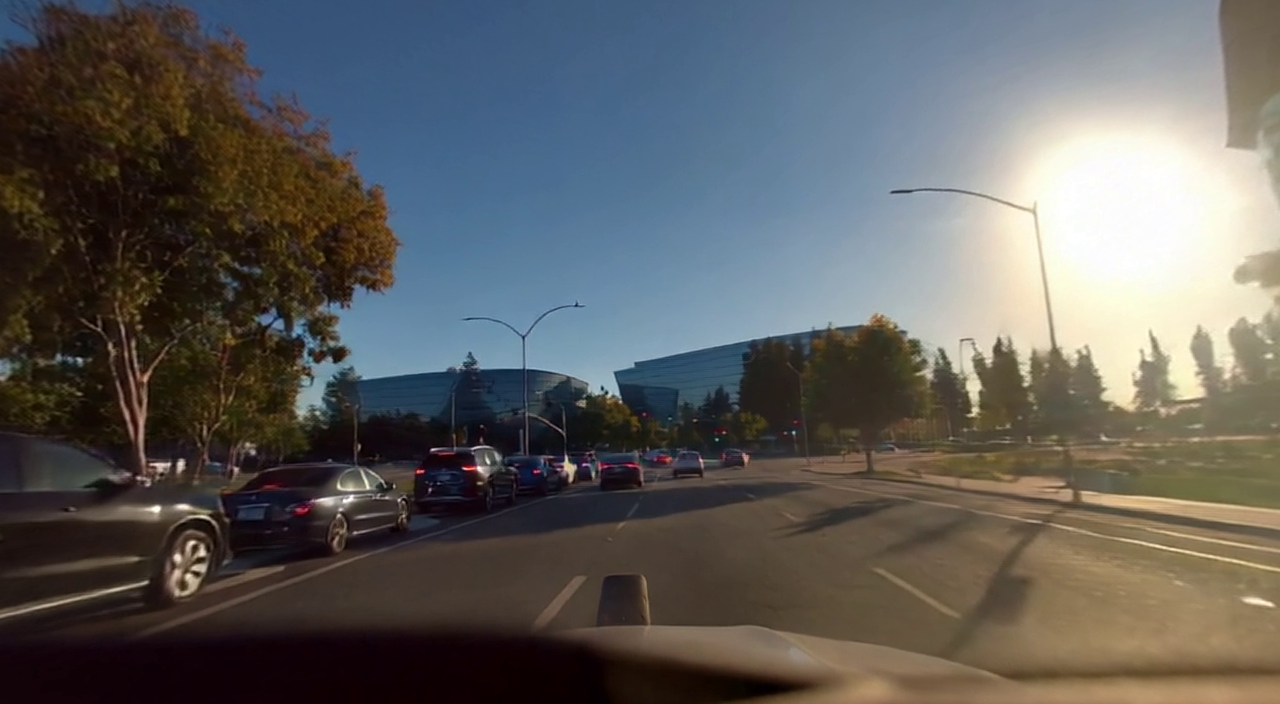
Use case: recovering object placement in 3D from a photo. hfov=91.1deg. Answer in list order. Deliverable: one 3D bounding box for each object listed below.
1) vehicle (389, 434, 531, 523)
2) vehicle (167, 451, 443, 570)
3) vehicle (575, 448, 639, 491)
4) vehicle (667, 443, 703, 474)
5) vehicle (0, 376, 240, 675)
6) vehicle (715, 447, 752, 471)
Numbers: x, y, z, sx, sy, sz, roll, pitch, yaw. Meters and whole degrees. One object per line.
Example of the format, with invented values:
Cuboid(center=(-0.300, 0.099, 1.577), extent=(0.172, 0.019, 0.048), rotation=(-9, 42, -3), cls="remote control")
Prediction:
Cuboid(center=(-4.674, 3.325, 17.116), extent=(2.142, 1.834, 4.588), rotation=(-7, -9, 4), cls="vehicle")
Cuboid(center=(-5.269, 2.501, 10.871), extent=(1.868, 1.514, 4.870), rotation=(0, -8, 3), cls="vehicle")
Cuboid(center=(-1.211, 4.670, 25.395), extent=(2.205, 1.537, 4.895), rotation=(0, -8, 1), cls="vehicle")
Cuboid(center=(2.799, 6.562, 39.030), extent=(2.102, 1.815, 4.716), rotation=(-1, -8, 4), cls="vehicle")
Cuboid(center=(-5.530, 1.236, 4.549), extent=(2.142, 2.061, 4.750), rotation=(0, -9, -1), cls="vehicle")
Cuboid(center=(6.858, 7.864, 46.370), extent=(2.120, 1.497, 4.323), rotation=(-4, -9, 2), cls="vehicle")
